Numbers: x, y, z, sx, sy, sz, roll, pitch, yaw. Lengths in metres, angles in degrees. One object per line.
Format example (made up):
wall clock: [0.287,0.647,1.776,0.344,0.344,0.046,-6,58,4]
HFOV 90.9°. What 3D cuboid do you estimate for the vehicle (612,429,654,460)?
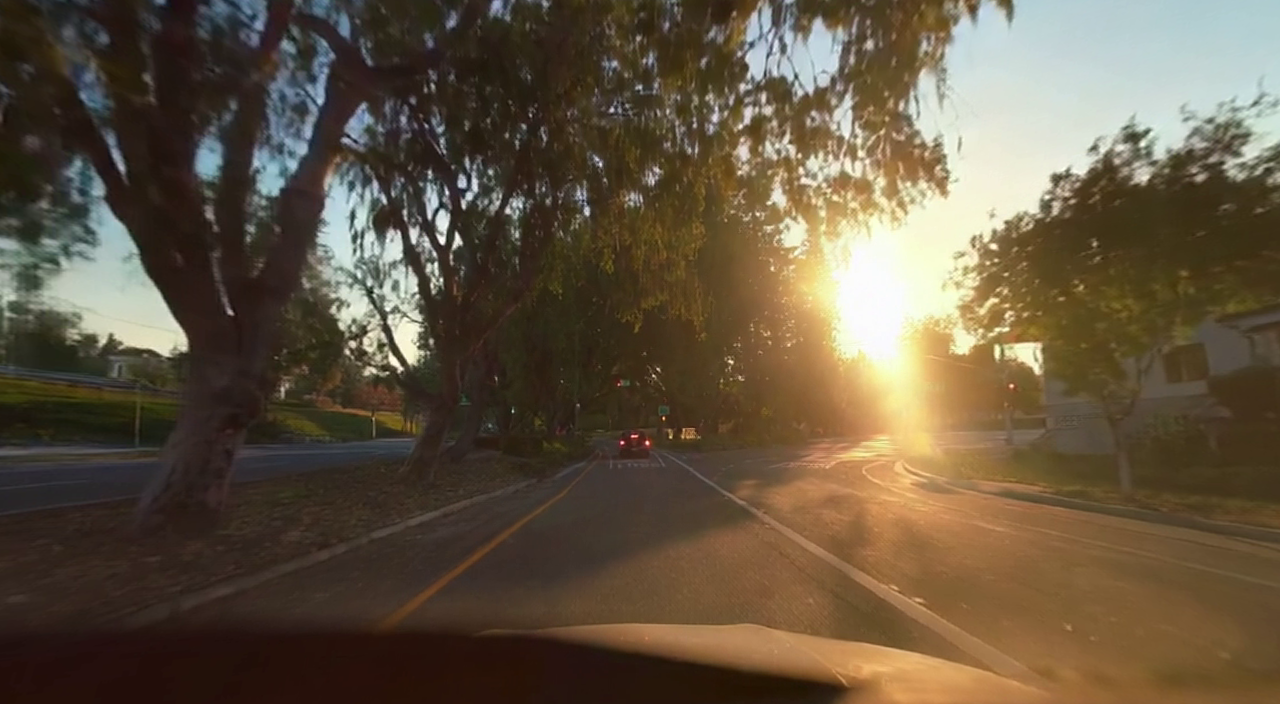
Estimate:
vehicle: [-0.391,4.768,32.553,2.056,1.473,4.380,0,-8,-1]
